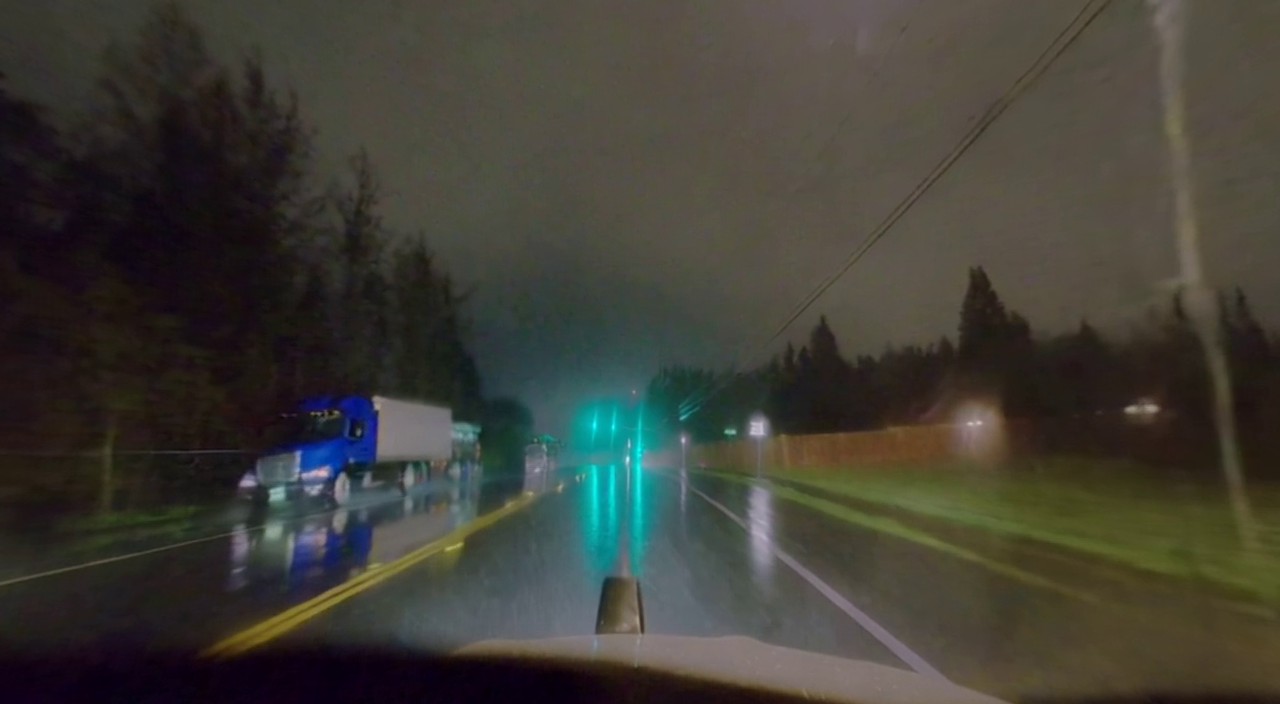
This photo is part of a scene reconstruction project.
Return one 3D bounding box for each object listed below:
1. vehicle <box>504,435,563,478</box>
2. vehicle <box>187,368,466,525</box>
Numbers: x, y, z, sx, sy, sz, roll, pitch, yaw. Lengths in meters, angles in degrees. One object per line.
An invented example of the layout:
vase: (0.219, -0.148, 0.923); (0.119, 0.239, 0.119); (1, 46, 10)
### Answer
vehicle: (-8.110, 8.021, 49.166); (2.781, 3.039, 8.581); (0, -8, 2)
vehicle: (-8.160, 2.645, 18.755); (2.905, 3.359, 10.168); (0, -7, 1)
